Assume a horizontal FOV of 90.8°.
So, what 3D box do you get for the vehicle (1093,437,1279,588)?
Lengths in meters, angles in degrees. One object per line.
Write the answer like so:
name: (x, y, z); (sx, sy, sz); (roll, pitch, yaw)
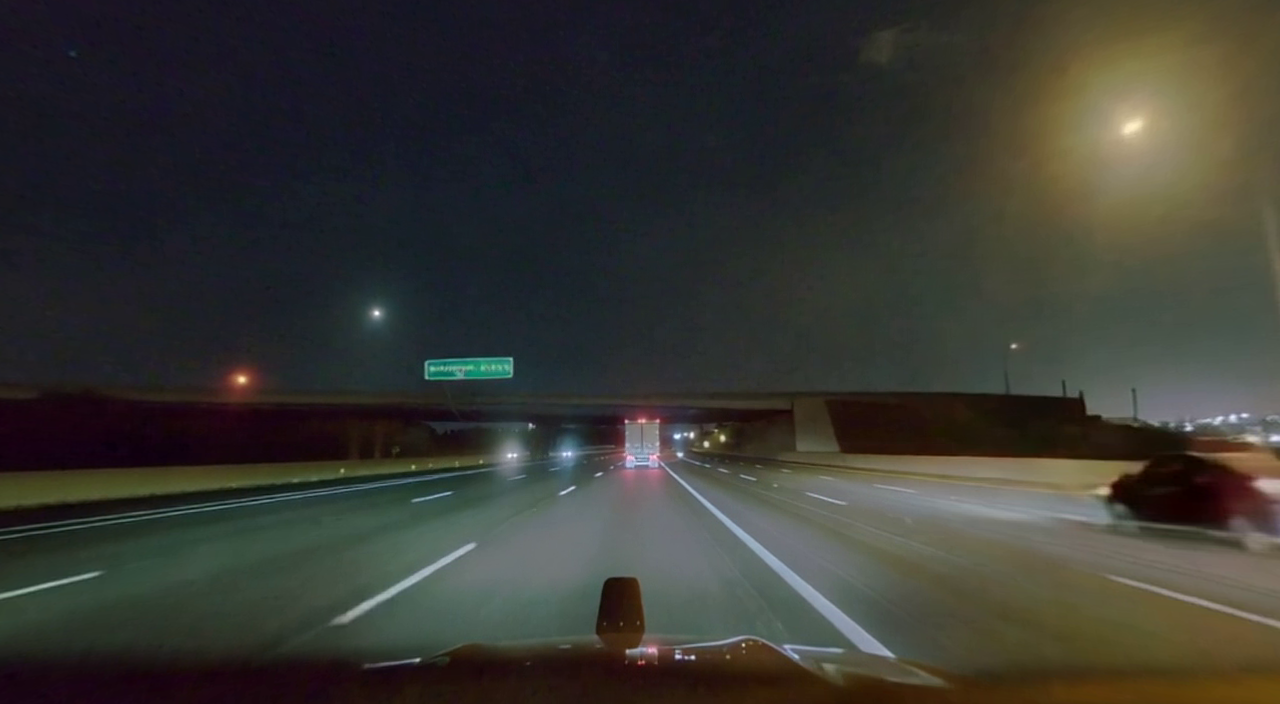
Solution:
vehicle: (7.257, 1.720, 7.072); (1.660, 1.497, 3.594); (0, -9, 0)
